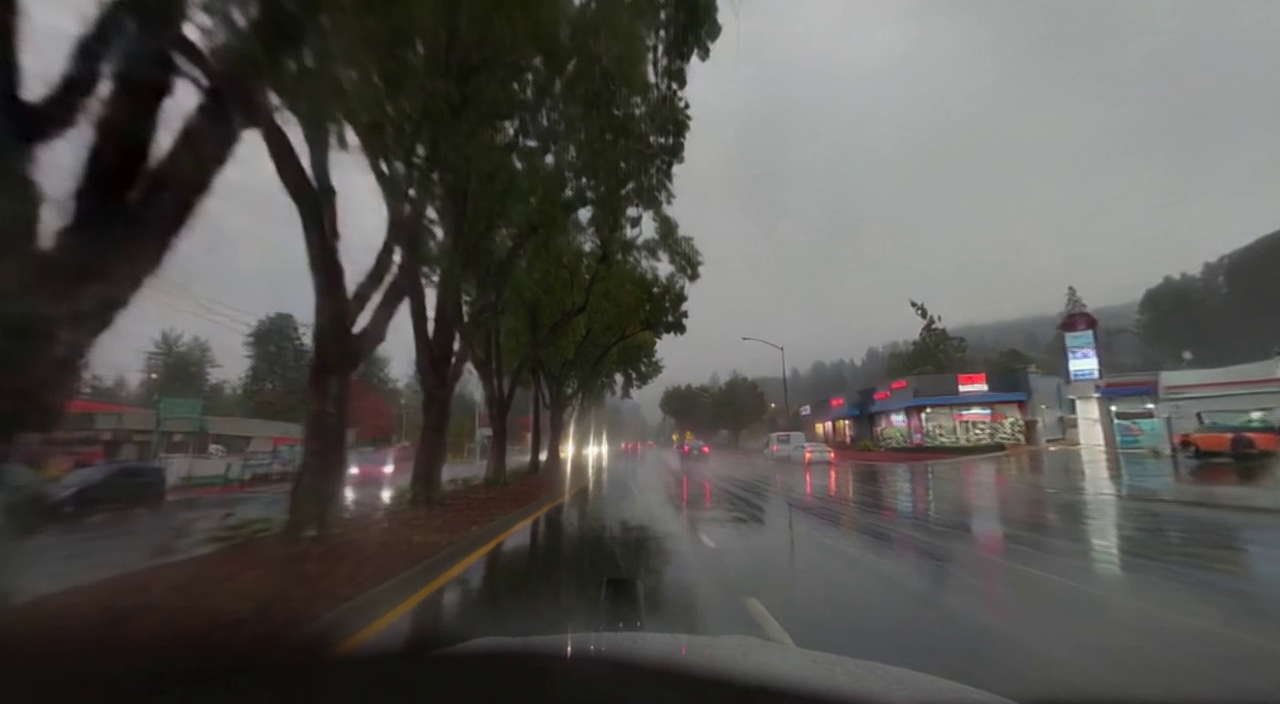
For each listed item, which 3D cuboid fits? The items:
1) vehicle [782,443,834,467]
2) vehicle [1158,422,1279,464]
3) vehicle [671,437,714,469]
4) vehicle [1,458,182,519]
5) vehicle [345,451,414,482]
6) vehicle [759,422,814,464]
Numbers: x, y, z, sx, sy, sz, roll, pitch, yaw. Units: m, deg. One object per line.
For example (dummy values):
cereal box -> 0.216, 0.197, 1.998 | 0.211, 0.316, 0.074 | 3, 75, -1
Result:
vehicle -> 10.341, 6.361, 39.218 | 1.857, 1.411, 4.859 | 0, -9, 0
vehicle -> 23.967, 3.677, 25.494 | 1.843, 1.490, 4.282 | 2, -9, -37
vehicle -> 2.854, 5.637, 35.307 | 1.957, 1.643, 4.226 | 0, -9, -1
vehicle -> -17.998, 4.449, 21.121 | 2.045, 1.727, 4.503 | 0, -9, -1
vehicle -> -13.895, 6.113, 33.998 | 1.875, 1.493, 4.355 | 0, -9, -1
vehicle -> 10.317, 6.516, 45.015 | 2.507, 2.745, 5.779 | 0, -9, 0
